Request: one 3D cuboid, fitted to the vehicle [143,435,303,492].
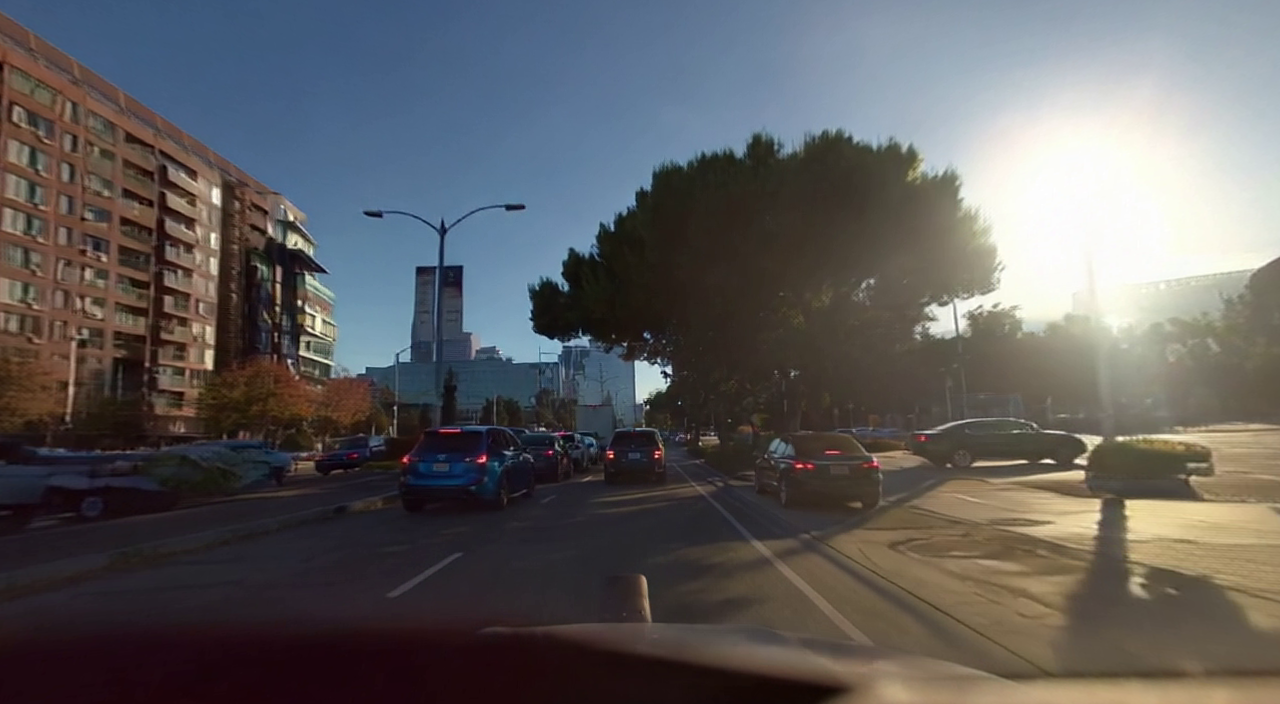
[{"bbox_3d":[-12.360,3.313,19.023,1.843,1.509,4.301,0,-8,1],"label":"vehicle"}]

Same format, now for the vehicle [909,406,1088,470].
[{"bbox_3d":[12.443,3.037,22.047,4.991,1.978,2.090,-8,-11,42],"label":"vehicle"}]

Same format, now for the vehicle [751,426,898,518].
[{"bbox_3d":[3.489,2.337,12.699,1.847,1.554,3.885,0,-8,1],"label":"vehicle"}]

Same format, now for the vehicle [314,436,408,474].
[{"bbox_3d":[-12.171,4.527,27.774,1.924,1.511,4.640,0,-8,1],"label":"vehicle"}]

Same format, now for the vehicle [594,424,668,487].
[{"bbox_3d":[-0.198,3.137,19.283,2.022,1.700,4.084,0,-8,1],"label":"vehicle"}]

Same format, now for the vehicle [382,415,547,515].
[{"bbox_3d":[-3.392,2.288,13.160,2.047,1.710,4.314,0,-8,2],"label":"vehicle"}]

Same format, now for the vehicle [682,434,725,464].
[{"bbox_3d":[3.378,5.282,34.282,1.948,1.475,4.093,0,-8,0],"label":"vehicle"}]
